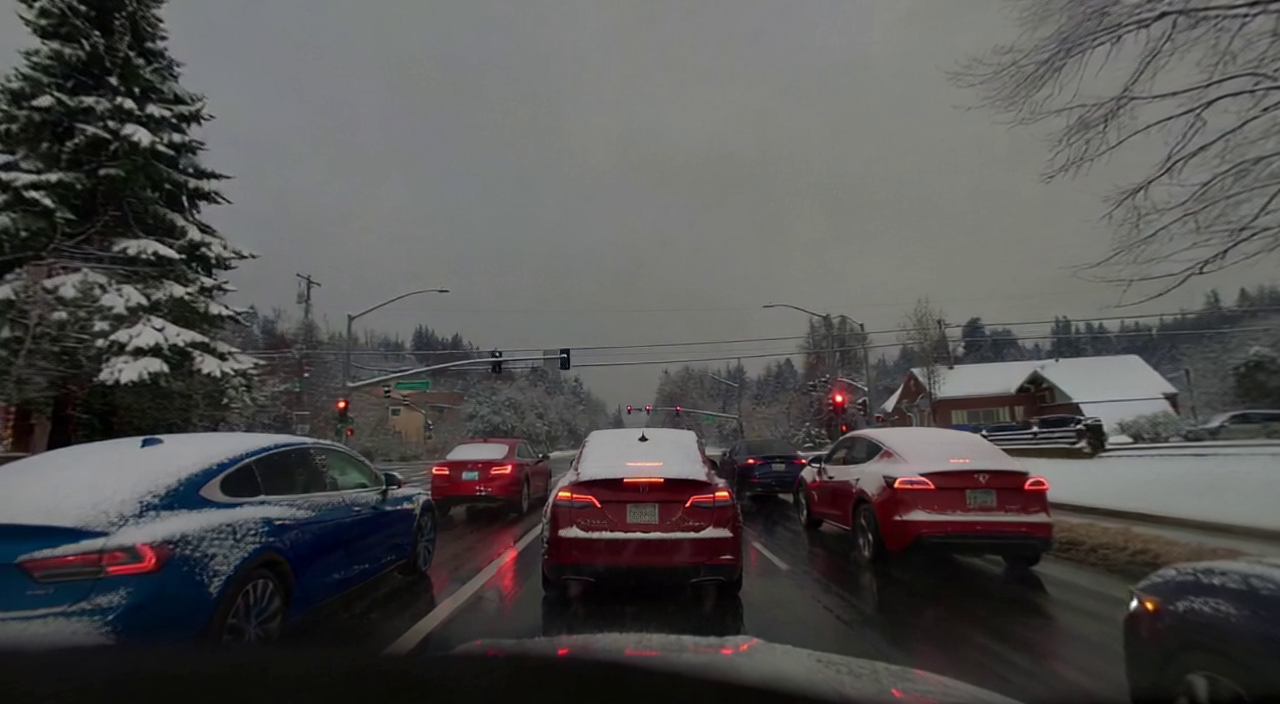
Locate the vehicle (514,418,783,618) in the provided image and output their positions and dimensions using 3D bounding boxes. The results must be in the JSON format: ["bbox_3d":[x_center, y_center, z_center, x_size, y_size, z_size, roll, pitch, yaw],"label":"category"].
[{"bbox_3d":[0.032,1.642,7.219,2.144,1.563,4.218,0,-8,-1],"label":"vehicle"}]

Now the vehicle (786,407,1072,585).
[{"bbox_3d":[3.403,1.763,8.465,1.938,1.732,4.006,2,-9,0],"label":"vehicle"}]

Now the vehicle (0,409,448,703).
[{"bbox_3d":[-3.083,1.285,4.508,2.015,1.478,4.407,0,-8,0],"label":"vehicle"}]

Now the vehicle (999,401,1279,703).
[{"bbox_3d":[3.309,0.853,1.704,1.951,1.522,4.614,0,-8,0],"label":"vehicle"}]
